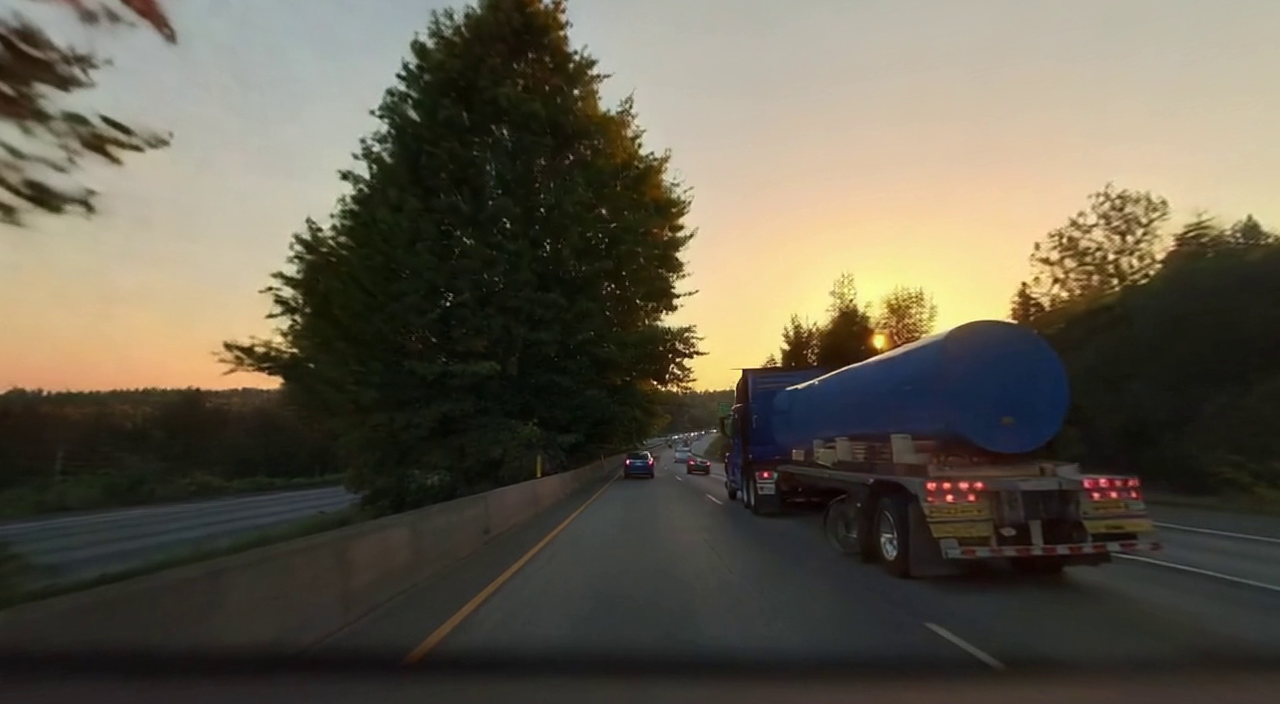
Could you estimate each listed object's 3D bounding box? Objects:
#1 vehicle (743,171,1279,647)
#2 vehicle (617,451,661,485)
[{"bbox_3d":[4.023,1.208,10.351,2.694,3.453,11.641,0,-9,0],"label":"vehicle"},{"bbox_3d":[-0.065,5.600,30.692,2.003,1.490,3.636,0,-9,0],"label":"vehicle"}]
